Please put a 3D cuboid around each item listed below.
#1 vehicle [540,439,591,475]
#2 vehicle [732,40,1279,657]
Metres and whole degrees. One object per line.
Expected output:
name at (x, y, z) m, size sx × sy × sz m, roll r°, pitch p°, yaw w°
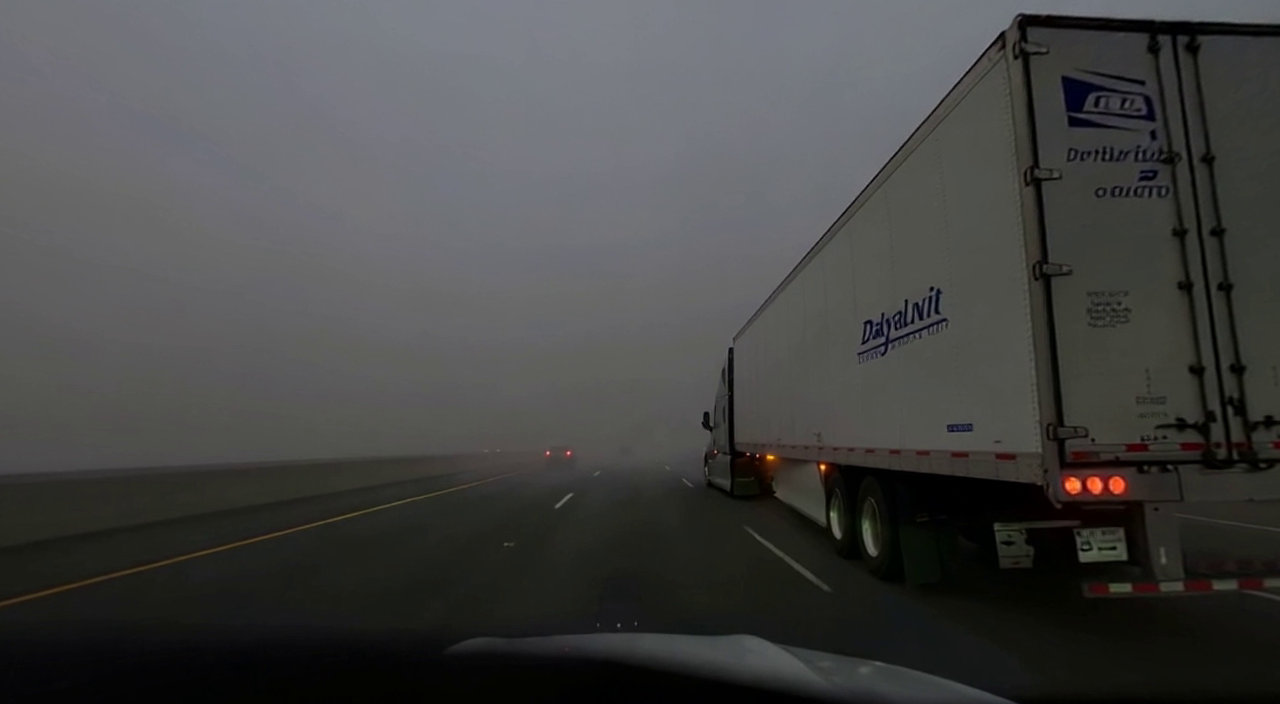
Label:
vehicle at (-3.580, 5.104, 31.037) m, size 2.030 × 1.657 × 3.926 m, roll 0°, pitch -8°, yaw 0°
vehicle at (3.962, 0.732, 10.486) m, size 2.962 × 4.132 × 12.720 m, roll 0°, pitch -8°, yaw 0°
